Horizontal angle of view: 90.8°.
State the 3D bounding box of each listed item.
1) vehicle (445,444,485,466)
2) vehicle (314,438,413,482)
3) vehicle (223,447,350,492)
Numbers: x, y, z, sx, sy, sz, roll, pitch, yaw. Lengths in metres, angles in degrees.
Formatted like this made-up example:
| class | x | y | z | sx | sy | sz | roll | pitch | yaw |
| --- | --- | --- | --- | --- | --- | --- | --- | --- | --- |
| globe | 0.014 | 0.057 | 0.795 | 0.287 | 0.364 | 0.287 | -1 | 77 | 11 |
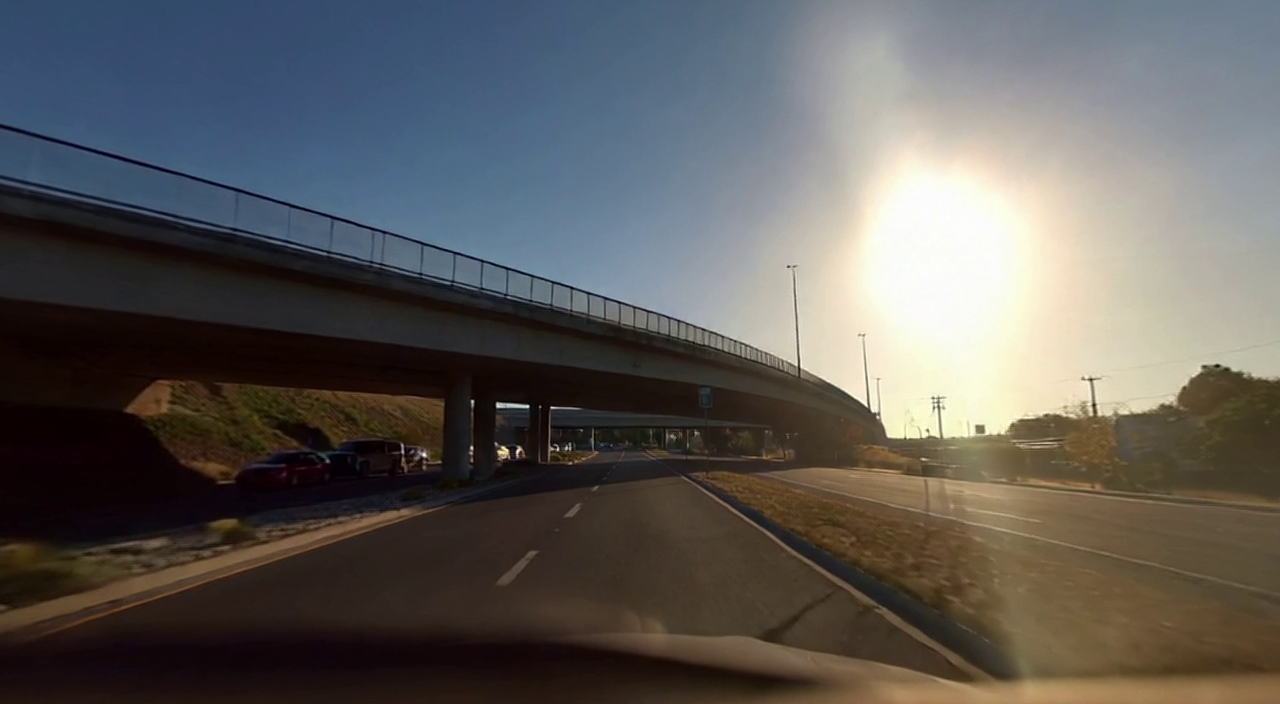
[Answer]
| class | x | y | z | sx | sy | sz | roll | pitch | yaw |
| --- | --- | --- | --- | --- | --- | --- | --- | --- | --- |
| vehicle | -13.348 | 7.838 | 48.464 | 1.907 | 1.553 | 4.683 | 0 | -8 | -2 |
| vehicle | -13.138 | 5.136 | 30.496 | 2.064 | 1.809 | 5.545 | 2 | -8 | 2 |
| vehicle | -13.489 | 4.476 | 24.523 | 2.156 | 1.489 | 4.758 | 0 | -8 | 0 |
